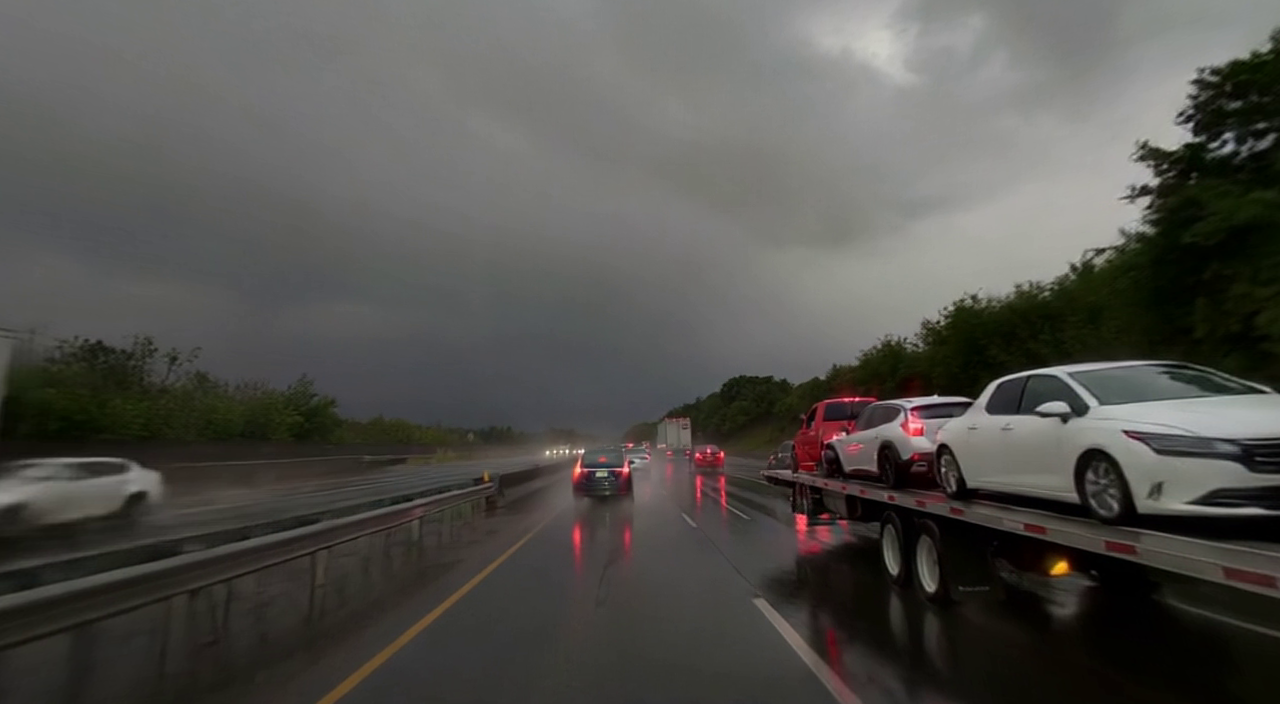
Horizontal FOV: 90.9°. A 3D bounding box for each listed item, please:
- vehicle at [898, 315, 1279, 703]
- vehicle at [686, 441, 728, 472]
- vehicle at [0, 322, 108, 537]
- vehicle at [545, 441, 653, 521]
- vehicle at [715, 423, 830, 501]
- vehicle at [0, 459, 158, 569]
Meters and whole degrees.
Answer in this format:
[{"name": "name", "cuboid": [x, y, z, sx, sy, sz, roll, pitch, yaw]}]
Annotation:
[{"name": "vehicle", "cuboid": [3.461, 0.958, 3.717, 1.959, 1.783, 4.407, 0, -9, 0]}, {"name": "vehicle", "cuboid": [3.795, 6.019, 36.364, 1.938, 1.660, 4.223, 0, -9, -1]}, {"name": "vehicle", "cuboid": [-15.484, 0.913, 8.726, 3.329, 4.567, 14.680, 0, -9, 0]}, {"name": "vehicle", "cuboid": [-0.738, 2.673, 13.503, 1.991, 1.466, 3.675, 0, -9, 0]}, {"name": "vehicle", "cuboid": [3.511, 3.031, 17.561, 2.303, 1.889, 3.920, 0, -9, 0]}, {"name": "vehicle", "cuboid": [-11.011, 2.689, 10.796, 2.221, 1.639, 4.105, 0, -9, 0]}]
